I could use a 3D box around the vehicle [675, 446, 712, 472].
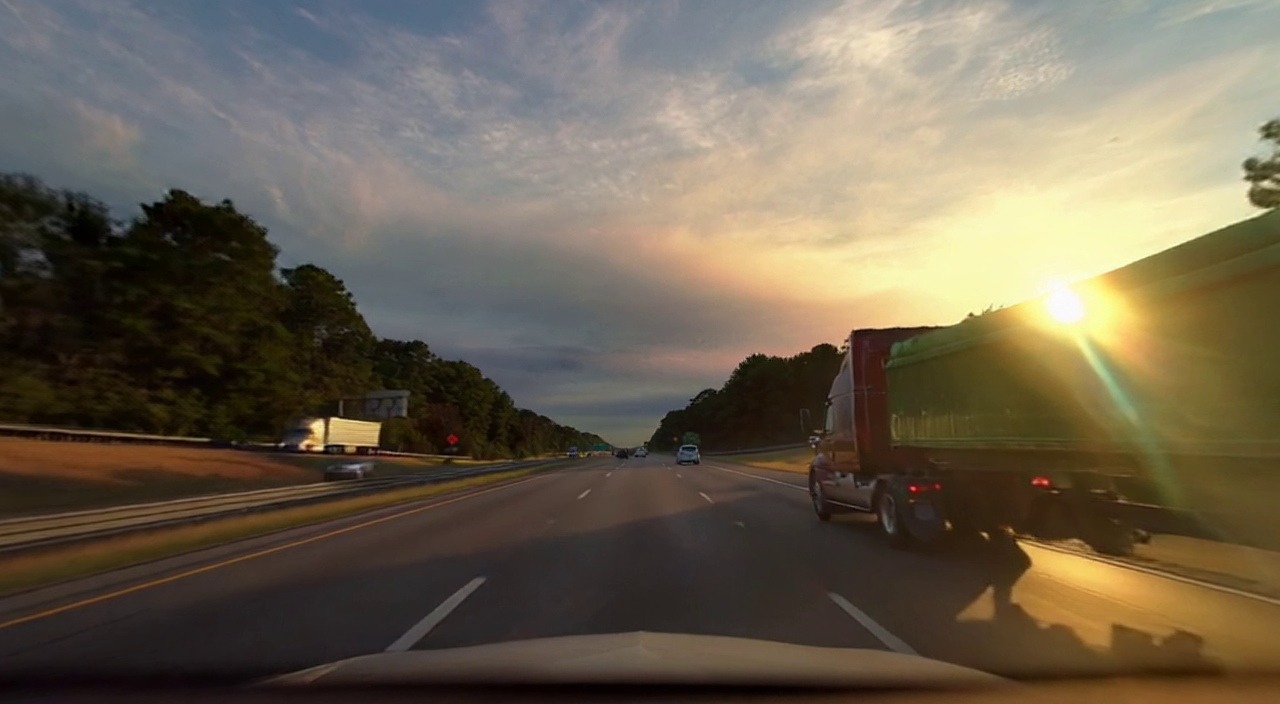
[{"bbox_3d":[3.457,6.933,41.137,2.019,1.601,3.953,0,-9,0],"label":"vehicle"}]

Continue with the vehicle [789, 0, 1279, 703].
[{"bbox_3d":[4.591,-0.359,3.699,3.115,4.407,17.026,0,-9,-1],"label":"vehicle"}]
